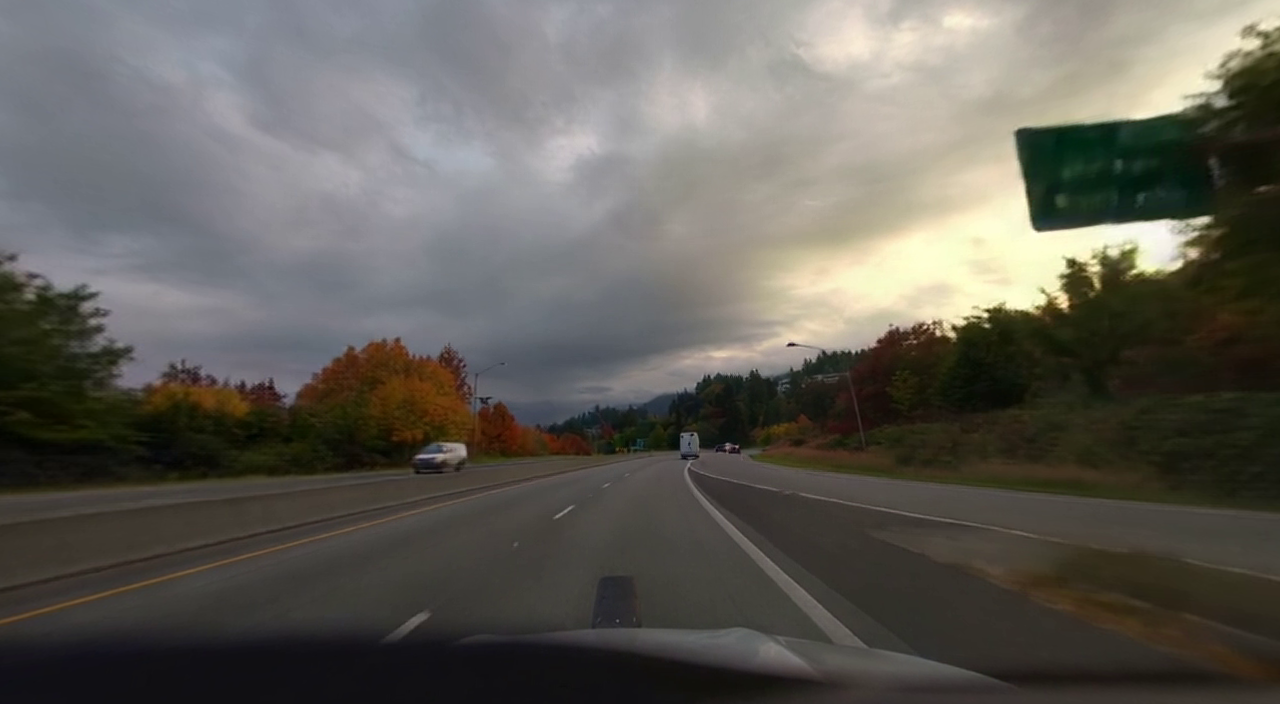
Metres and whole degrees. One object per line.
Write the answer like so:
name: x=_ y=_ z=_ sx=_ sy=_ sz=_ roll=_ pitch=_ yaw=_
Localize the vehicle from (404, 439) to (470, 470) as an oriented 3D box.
vehicle: x=-13.382 y=6.803 z=41.728 sx=2.089 sy=1.939 sz=5.262 roll=-1 pitch=-9 yaw=7
